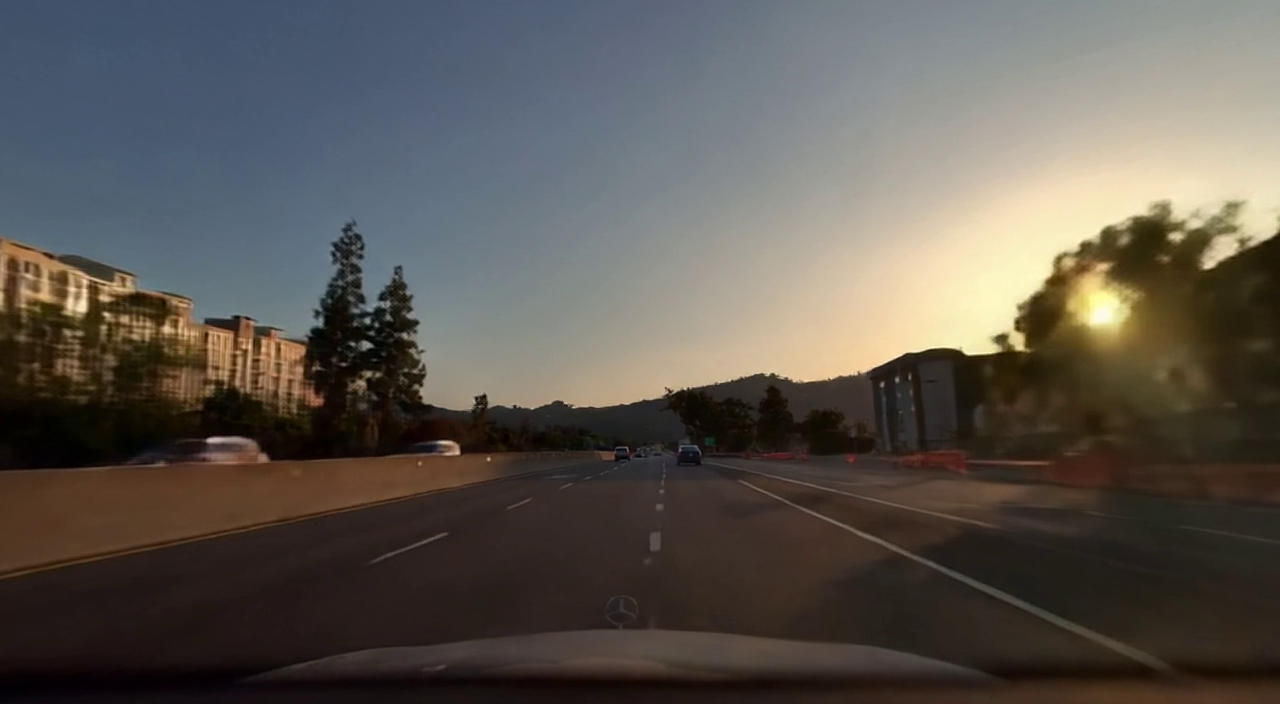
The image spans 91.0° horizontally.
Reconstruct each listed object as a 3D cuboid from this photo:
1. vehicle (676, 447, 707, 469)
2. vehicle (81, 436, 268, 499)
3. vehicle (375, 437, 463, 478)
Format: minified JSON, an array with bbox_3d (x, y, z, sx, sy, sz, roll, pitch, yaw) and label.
[{"bbox_3d":[3.706,7.739,46.192,1.974,1.557,4.479,0,-9,1],"label":"vehicle"},{"bbox_3d":[-14.349,3.578,19.924,1.966,1.742,4.926,0,-9,3],"label":"vehicle"},{"bbox_3d":[-9.940,4.795,28.768,2.064,1.708,4.688,0,-9,3],"label":"vehicle"}]
